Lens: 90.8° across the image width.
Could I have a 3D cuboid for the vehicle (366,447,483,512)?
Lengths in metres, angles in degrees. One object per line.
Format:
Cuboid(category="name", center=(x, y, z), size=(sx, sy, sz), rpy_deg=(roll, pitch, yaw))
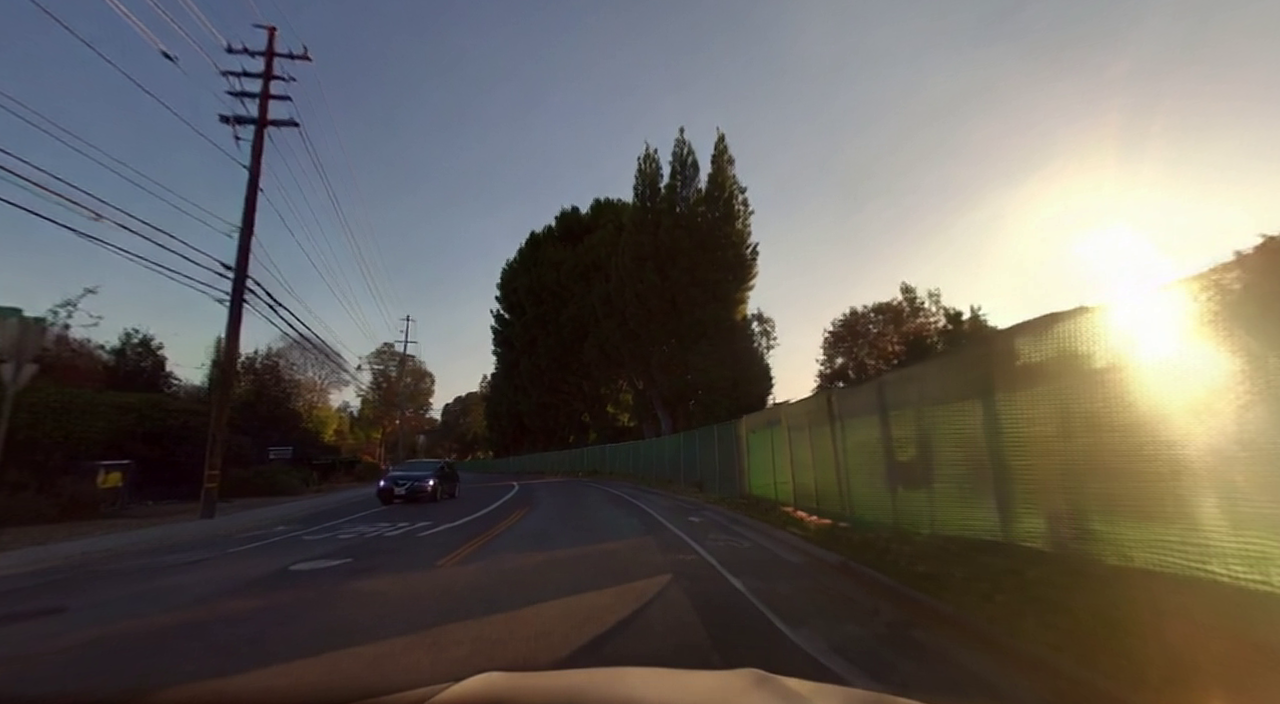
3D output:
Cuboid(category="vehicle", center=(-5.609, 3.341, 17.109), size=(2.034, 1.479, 4.521), rpy_deg=(1, -9, -7))
